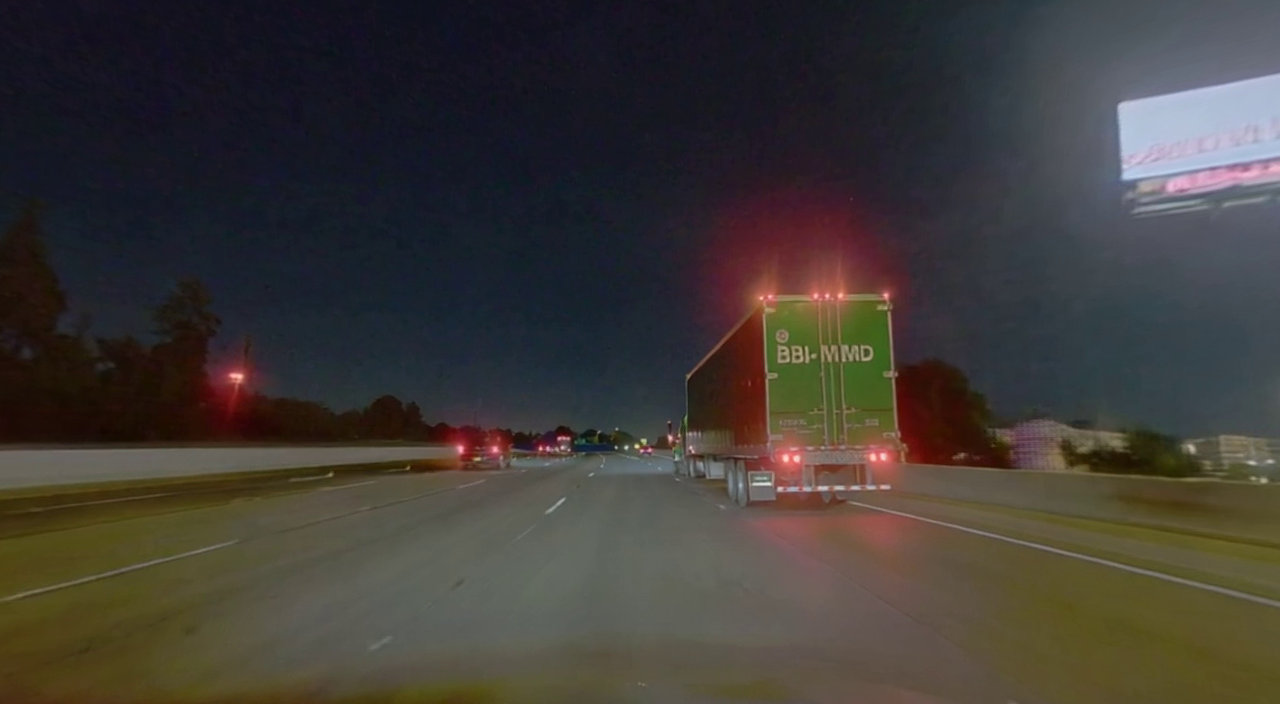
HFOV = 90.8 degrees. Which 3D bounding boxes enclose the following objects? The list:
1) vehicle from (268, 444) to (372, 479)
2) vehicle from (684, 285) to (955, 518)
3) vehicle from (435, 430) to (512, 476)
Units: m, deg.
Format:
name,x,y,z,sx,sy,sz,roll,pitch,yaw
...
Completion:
name,x,y,z,sx,sy,sz,roll,pitch,yaw
vehicle,-14.000,4.795,28.040,2.067,1.398,4.863,0,-8,0
vehicle,3.524,1.885,18.191,2.891,3.944,15.051,0,-8,-2
vehicle,-7.451,4.580,28.885,2.100,1.905,5.119,0,-8,0
